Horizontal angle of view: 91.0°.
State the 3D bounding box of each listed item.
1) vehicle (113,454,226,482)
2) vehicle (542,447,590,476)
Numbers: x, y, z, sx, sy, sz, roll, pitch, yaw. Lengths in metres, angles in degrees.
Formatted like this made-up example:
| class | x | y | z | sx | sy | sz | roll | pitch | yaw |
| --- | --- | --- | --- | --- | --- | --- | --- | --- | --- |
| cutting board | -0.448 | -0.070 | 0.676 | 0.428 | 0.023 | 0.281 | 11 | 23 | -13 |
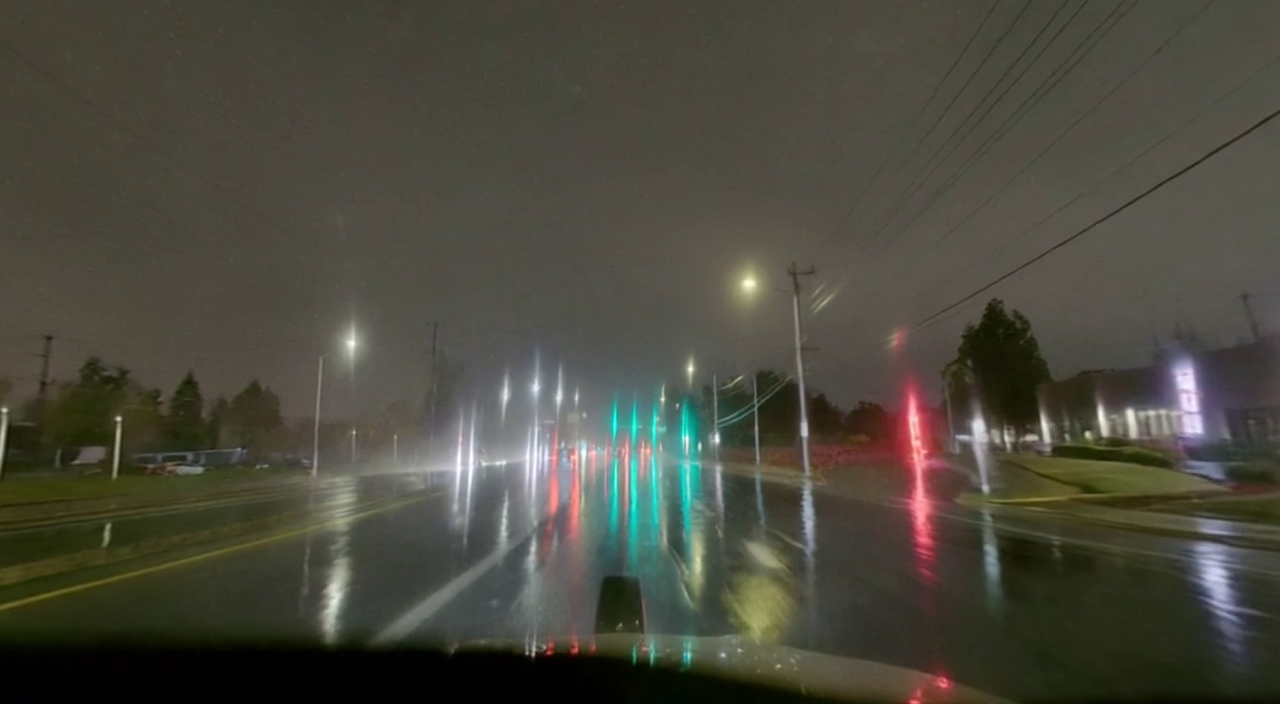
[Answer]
| class | x | y | z | sx | sy | sz | roll | pitch | yaw |
| --- | --- | --- | --- | --- | --- | --- | --- | --- | --- |
| vehicle | -33.918 | 8.336 | 45.501 | 6.134 | 1.918 | 2.296 | 1 | -9 | -4 |
| vehicle | -3.881 | 5.813 | 33.721 | 2.076 | 1.444 | 4.328 | 0 | -9 | 0 |
